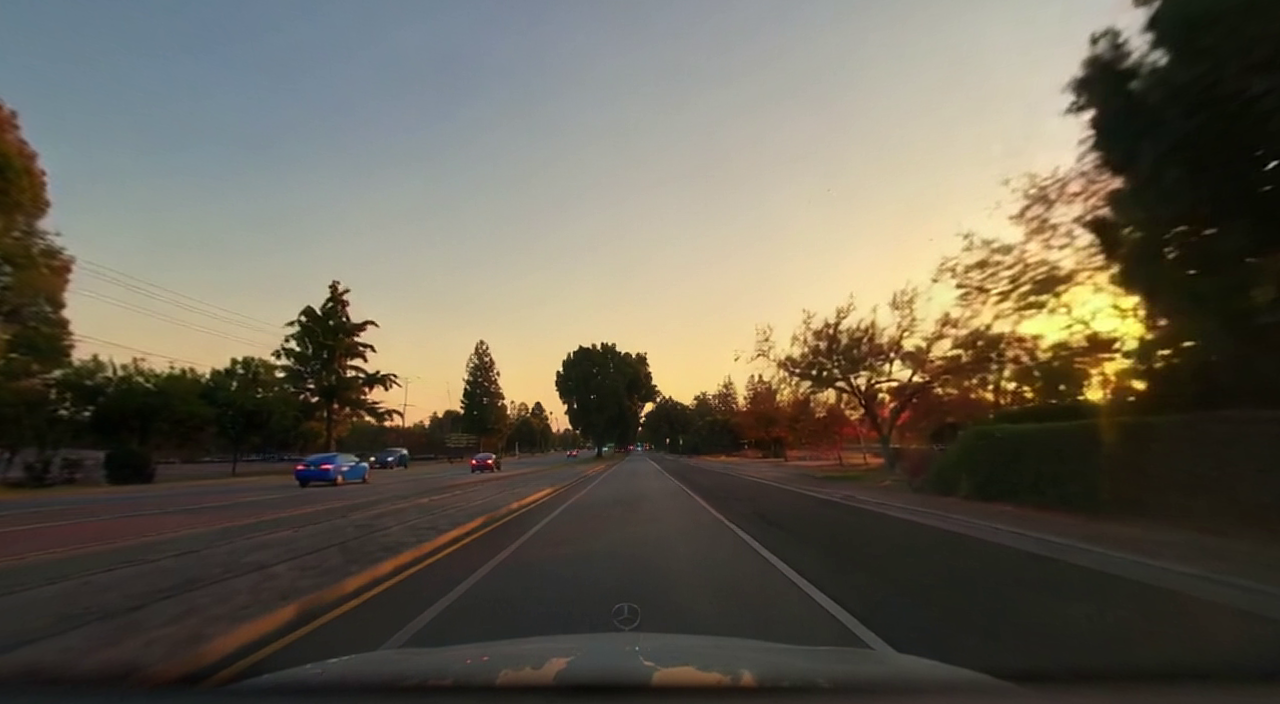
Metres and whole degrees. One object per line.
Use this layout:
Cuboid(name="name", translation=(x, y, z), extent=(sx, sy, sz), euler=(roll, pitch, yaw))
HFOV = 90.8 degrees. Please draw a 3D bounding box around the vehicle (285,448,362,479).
Cuboid(name="vehicle", translation=(-16.894, 5.941, 33.920), extent=(1.955, 1.533, 4.097), euler=(0, -9, 0))
